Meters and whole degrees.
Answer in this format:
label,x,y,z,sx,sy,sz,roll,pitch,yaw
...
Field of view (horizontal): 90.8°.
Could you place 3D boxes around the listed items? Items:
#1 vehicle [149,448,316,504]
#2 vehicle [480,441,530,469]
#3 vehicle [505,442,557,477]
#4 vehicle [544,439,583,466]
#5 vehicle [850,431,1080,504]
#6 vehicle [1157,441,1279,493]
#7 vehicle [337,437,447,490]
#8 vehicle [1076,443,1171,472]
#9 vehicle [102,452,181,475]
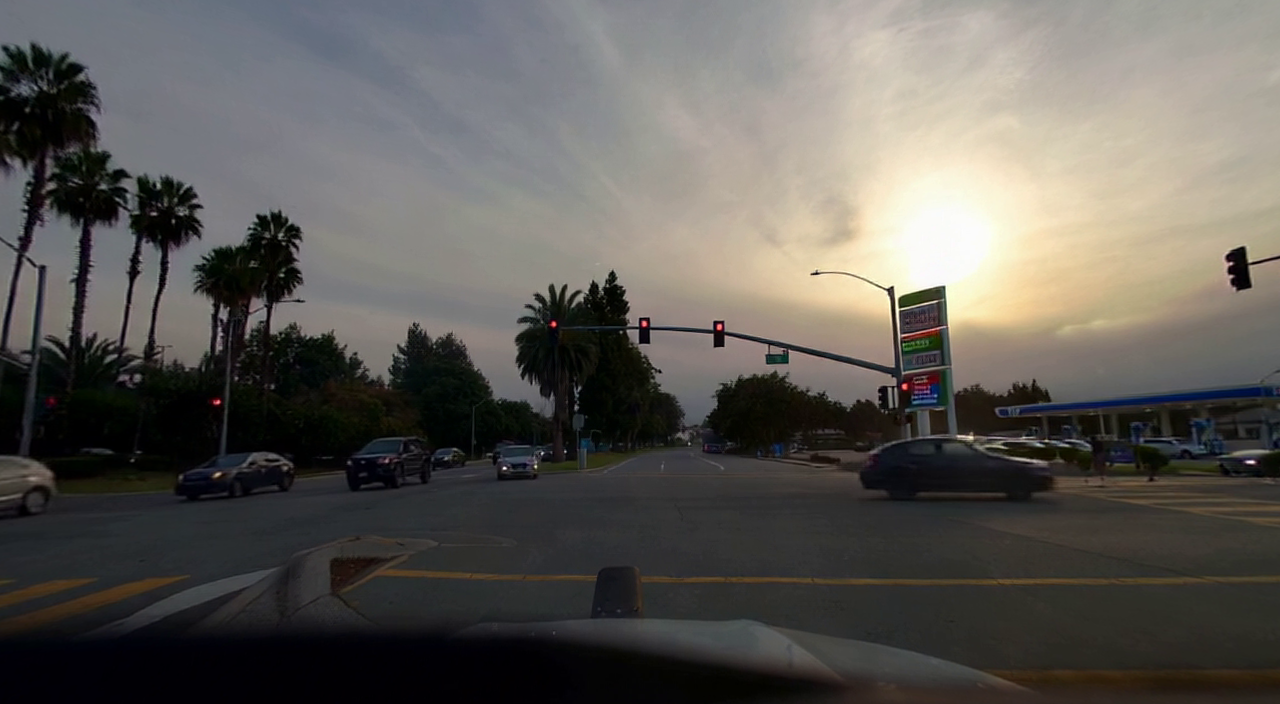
label,x,y,z,sx,sy,sz,roll,pitch,yaw
vehicle,-11.844,3.602,18.830,1.966,1.455,4.493,0,-9,0
vehicle,-8.564,6.567,40.440,2.124,1.701,4.551,0,-9,1
vehicle,-5.025,5.014,29.753,1.983,1.464,4.579,1,-9,-4
vehicle,-5.215,6.903,43.566,1.929,1.719,4.892,0,-9,1
vehicle,8.109,2.929,16.382,4.938,1.651,2.138,-3,-9,19
vehicle,18.724,3.401,18.830,5.015,1.446,1.862,0,-9,-3
vehicle,-8.557,3.878,22.273,2.156,1.662,4.186,0,-9,-1
vehicle,24.246,5.300,31.746,3.474,1.376,1.538,0,-9,-2
vehicle,-35.257,7.868,44.832,1.886,1.523,4.581,0,-9,-1
